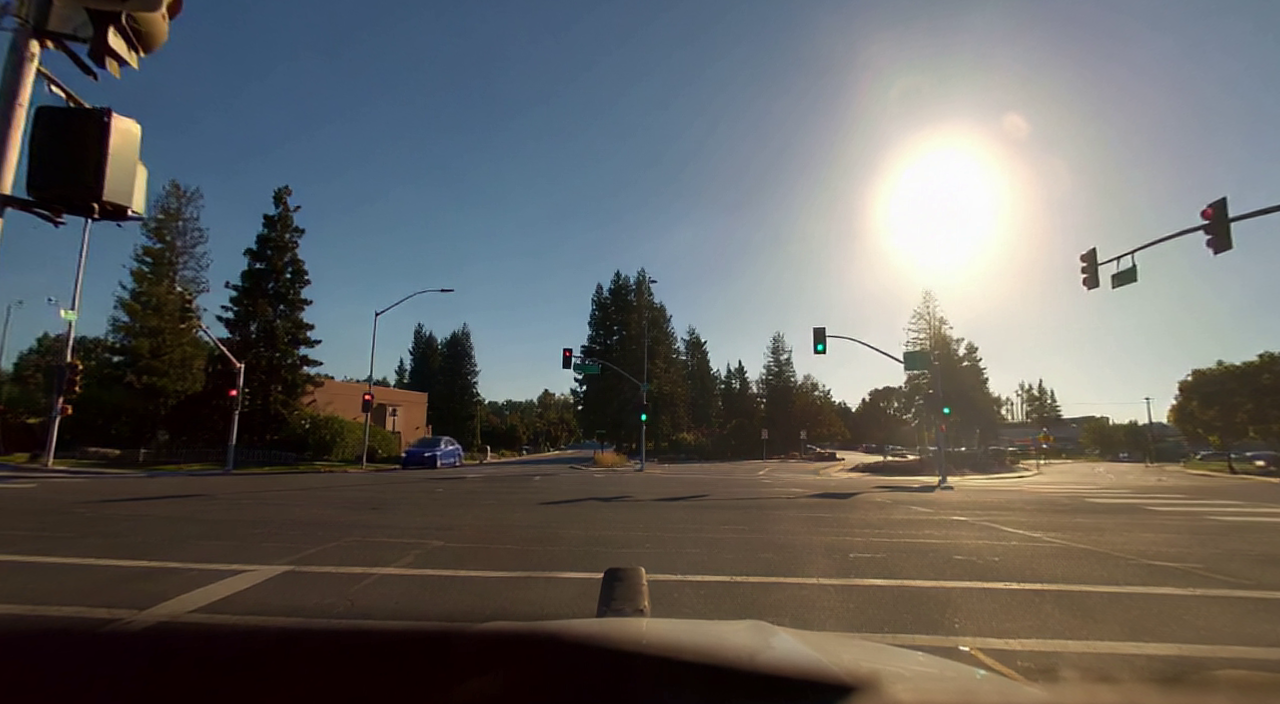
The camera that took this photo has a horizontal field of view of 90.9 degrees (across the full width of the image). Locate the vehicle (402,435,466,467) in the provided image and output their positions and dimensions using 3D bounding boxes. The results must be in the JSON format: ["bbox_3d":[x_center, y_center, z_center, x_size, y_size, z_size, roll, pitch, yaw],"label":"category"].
[{"bbox_3d":[-12.650,6.122,39.030,2.238,1.827,5.007,0,-8,0],"label":"vehicle"}]
